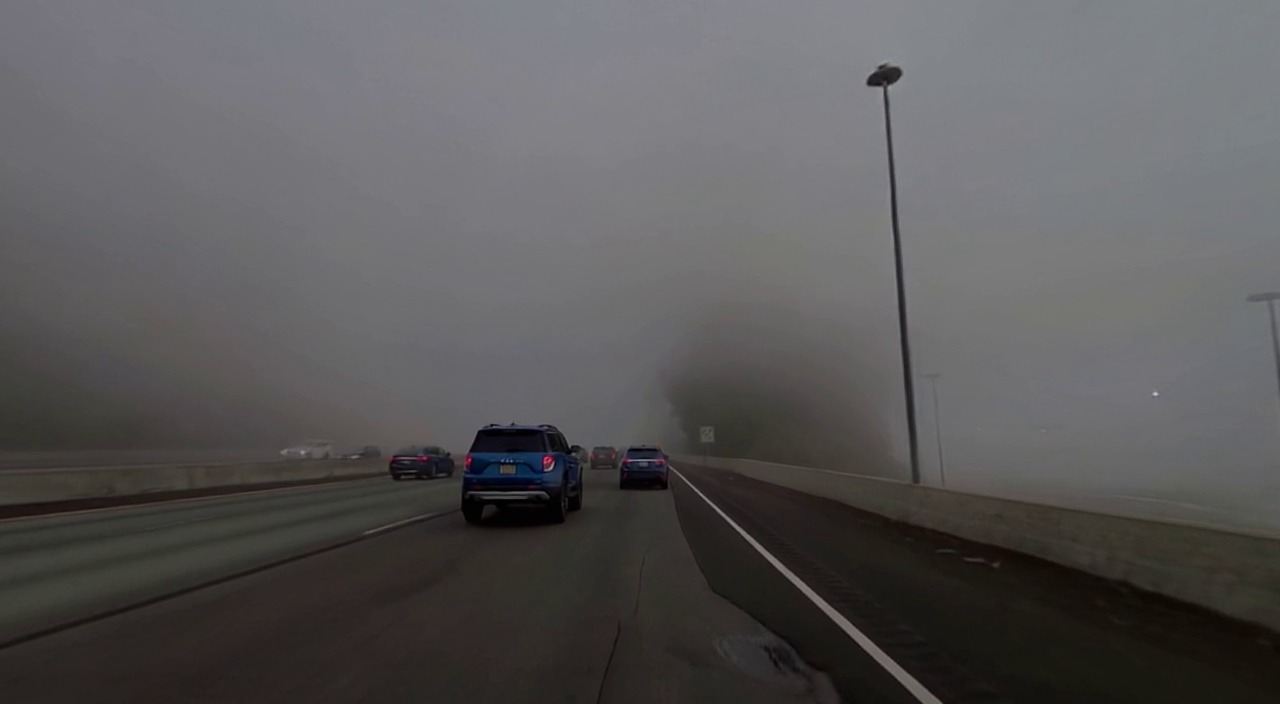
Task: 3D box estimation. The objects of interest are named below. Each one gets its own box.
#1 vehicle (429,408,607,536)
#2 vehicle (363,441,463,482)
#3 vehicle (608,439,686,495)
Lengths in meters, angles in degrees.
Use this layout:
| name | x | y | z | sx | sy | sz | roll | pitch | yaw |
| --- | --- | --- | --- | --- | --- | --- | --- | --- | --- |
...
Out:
| name | x | y | z | sx | sy | sz | roll | pitch | yaw |
| --- | --- | --- | --- | --- | --- | --- | --- | --- | --- |
| vehicle | -1.837 | 2.011 | 11.026 | 2.123 | 1.798 | 4.108 | 0 | -9 | 3 |
| vehicle | -8.960 | 4.356 | 25.367 | 2.126 | 1.480 | 4.589 | 0 | -9 | 3 |
| vehicle | 0.237 | 3.406 | 18.953 | 2.068 | 1.488 | 4.045 | 0 | -9 | 2 |
